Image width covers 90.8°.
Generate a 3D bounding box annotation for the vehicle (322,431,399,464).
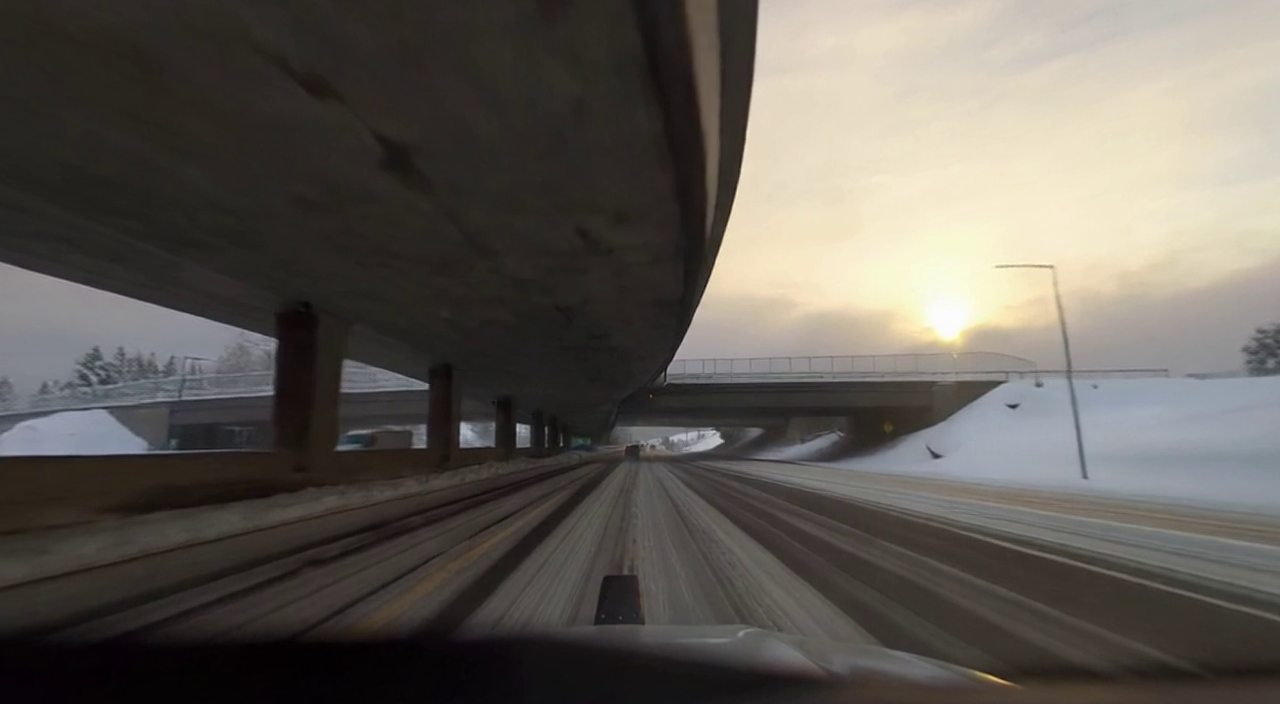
[{"bbox_3d":[-17.434,6.011,39.751,2.233,1.914,5.676,0,-9,0],"label":"vehicle"}]
